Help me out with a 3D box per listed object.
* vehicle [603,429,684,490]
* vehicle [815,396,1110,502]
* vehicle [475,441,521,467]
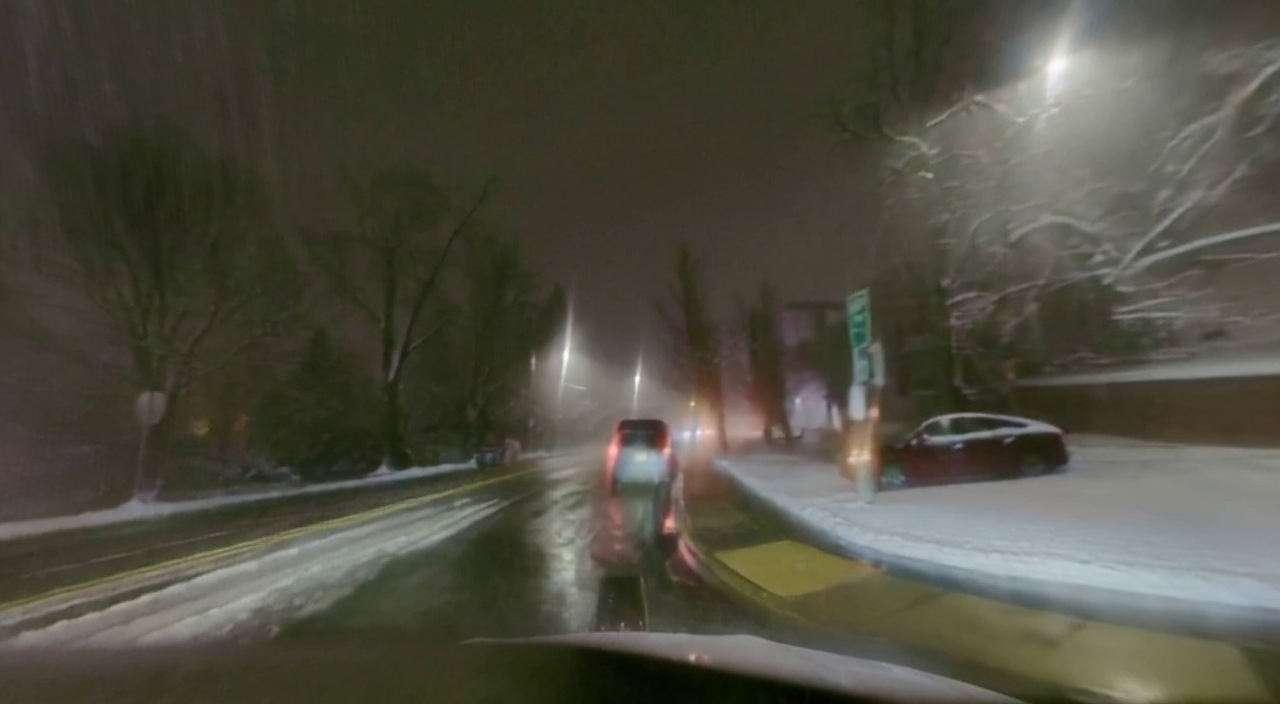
[{"bbox_3d":[0.126,3.311,19.653,2.242,1.661,4.273,0,-8,1],"label":"vehicle"},{"bbox_3d":[6.059,1.906,12.368,4.595,1.620,1.984,-4,-9,4],"label":"vehicle"},{"bbox_3d":[-9.384,6.763,41.797,2.033,1.456,4.370,-4,-8,0],"label":"vehicle"}]
